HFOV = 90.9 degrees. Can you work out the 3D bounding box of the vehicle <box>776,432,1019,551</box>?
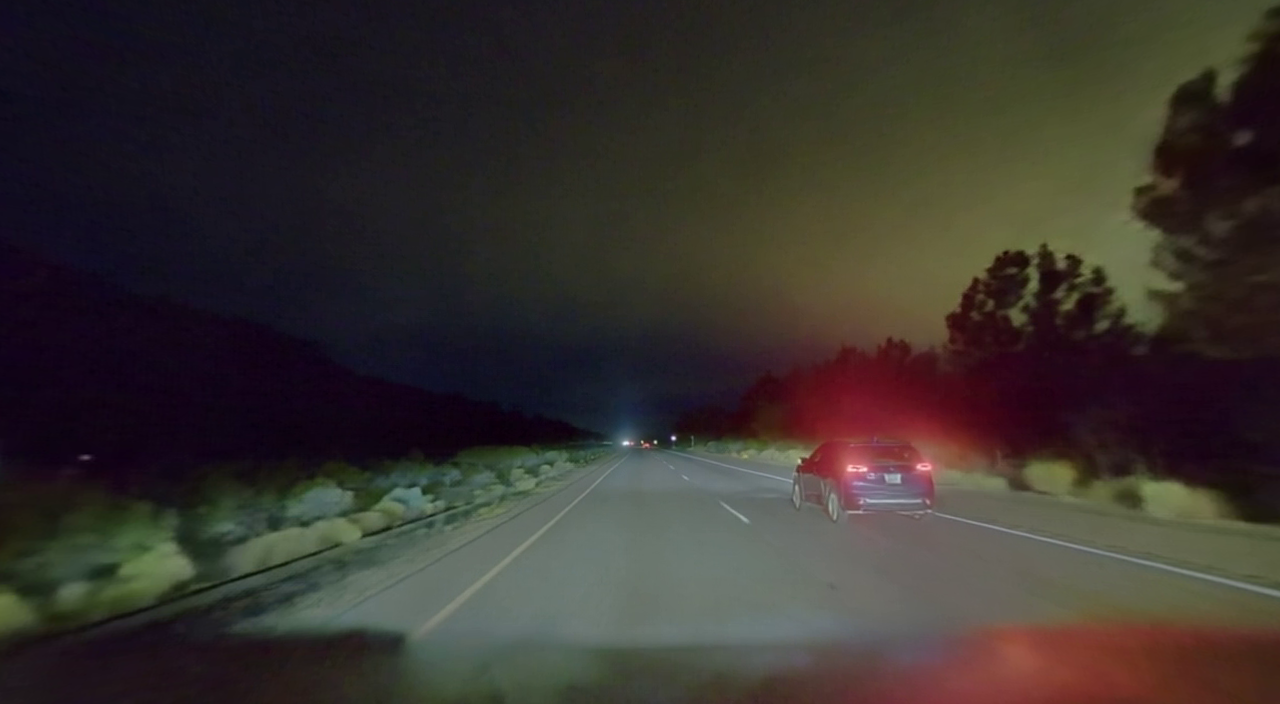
[{"bbox_3d":[3.711,2.082,10.176,2.003,1.466,4.441,0,-8,0],"label":"vehicle"}]
